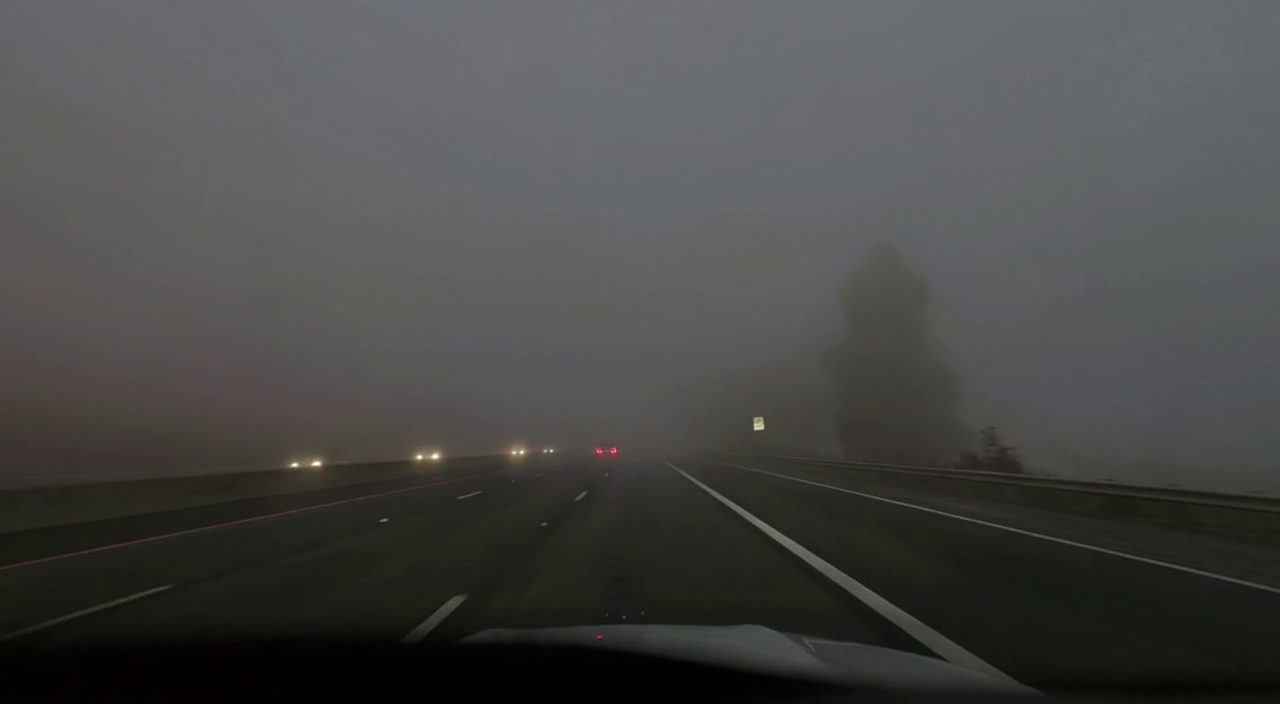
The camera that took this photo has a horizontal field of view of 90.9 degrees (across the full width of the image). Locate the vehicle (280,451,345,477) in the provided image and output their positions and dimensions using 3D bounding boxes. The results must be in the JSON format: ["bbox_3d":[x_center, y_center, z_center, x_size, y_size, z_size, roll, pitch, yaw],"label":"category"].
[{"bbox_3d":[-24.533,8.378,47.436,2.199,1.807,4.833,0,-8,1],"label":"vehicle"}]
